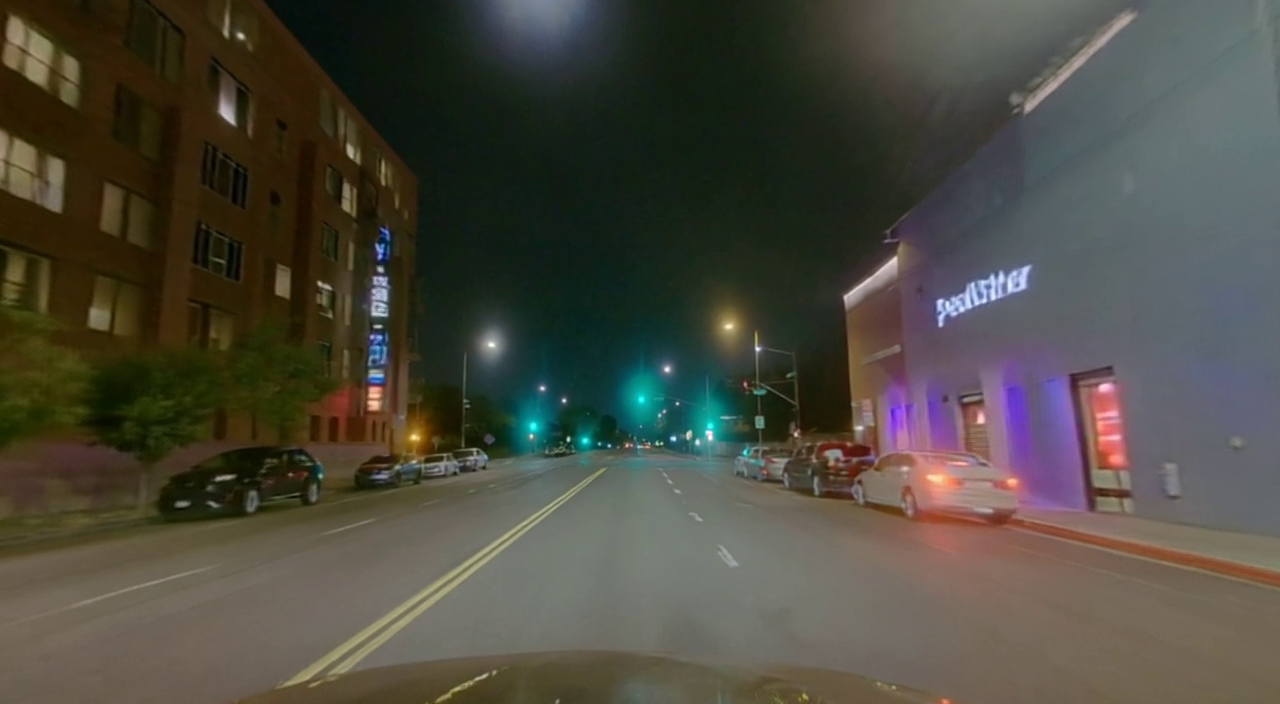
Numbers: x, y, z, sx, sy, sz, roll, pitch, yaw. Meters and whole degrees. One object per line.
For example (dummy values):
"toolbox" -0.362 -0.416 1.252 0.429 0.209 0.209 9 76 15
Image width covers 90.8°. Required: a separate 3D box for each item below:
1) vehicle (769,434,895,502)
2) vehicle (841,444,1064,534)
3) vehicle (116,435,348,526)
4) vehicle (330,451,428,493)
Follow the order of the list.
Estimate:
"vehicle" 5.732 3.502 19.703 2.227 1.811 5.172 0 -8 -1
"vehicle" 6.137 2.700 13.309 2.038 1.482 4.994 0 -8 -2
"vehicle" -9.856 3.086 16.047 2.228 1.863 5.407 -1 -8 1
"vehicle" -10.193 4.688 25.092 1.953 1.387 4.529 0 -8 0
